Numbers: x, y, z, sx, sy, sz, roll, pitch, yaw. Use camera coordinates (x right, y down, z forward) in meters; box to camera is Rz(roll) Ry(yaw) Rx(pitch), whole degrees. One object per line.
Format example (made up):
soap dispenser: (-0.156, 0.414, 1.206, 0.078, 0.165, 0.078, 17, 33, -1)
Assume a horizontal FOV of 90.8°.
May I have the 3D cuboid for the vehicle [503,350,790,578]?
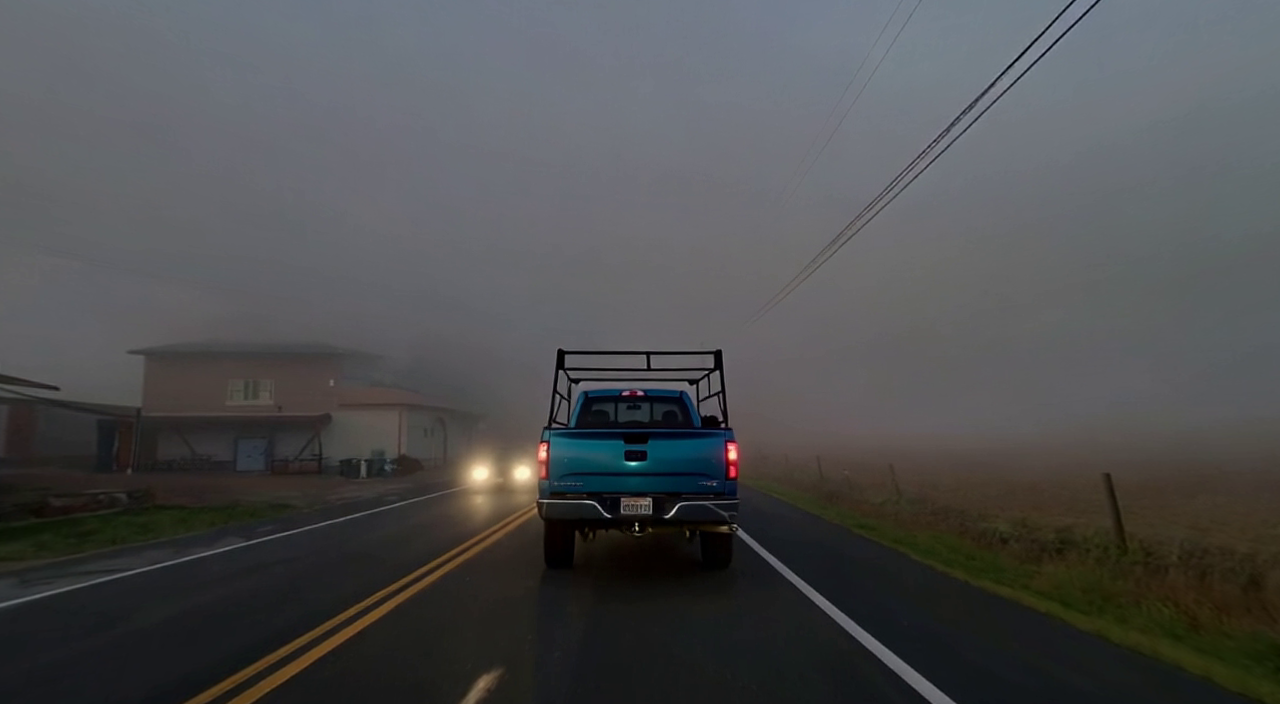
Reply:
vehicle: (-0.017, 1.667, 10.166, 2.912, 2.320, 7.292, 0, -8, -1)
